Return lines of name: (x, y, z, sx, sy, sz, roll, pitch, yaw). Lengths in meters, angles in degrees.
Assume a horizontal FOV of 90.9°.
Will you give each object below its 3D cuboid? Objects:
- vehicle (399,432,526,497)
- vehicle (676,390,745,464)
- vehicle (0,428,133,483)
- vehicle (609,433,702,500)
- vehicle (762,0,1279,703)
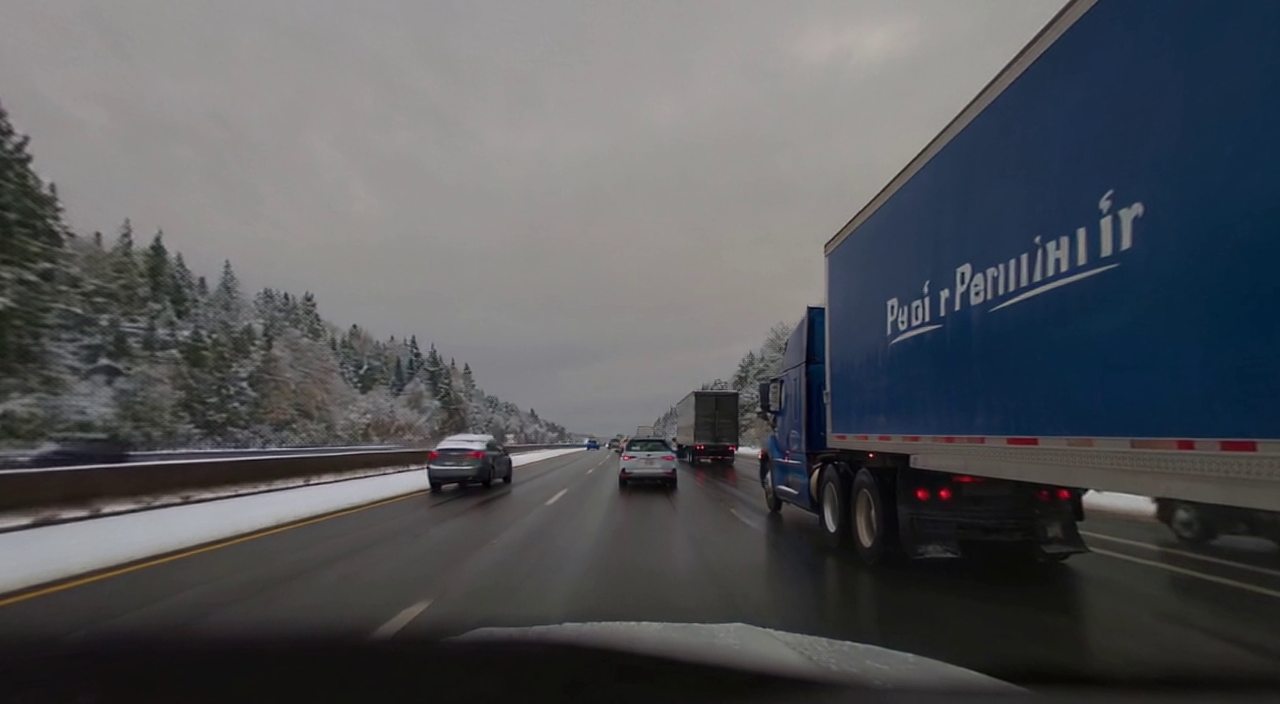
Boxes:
vehicle: (-4.462, 2.868, 16.626, 2.048, 1.452, 4.430, 0, -8, 0)
vehicle: (4.275, 5.007, 41.489, 2.869, 4.067, 13.731, 0, -8, 0)
vehicle: (-18.400, 3.134, 19.411, 1.817, 1.495, 4.331, 0, -8, 2)
vehicle: (0.327, 2.711, 15.452, 2.021, 1.435, 3.611, 0, -8, 0)
vehicle: (4.255, 0.225, 6.840, 2.816, 4.070, 14.136, 0, -8, -1)
